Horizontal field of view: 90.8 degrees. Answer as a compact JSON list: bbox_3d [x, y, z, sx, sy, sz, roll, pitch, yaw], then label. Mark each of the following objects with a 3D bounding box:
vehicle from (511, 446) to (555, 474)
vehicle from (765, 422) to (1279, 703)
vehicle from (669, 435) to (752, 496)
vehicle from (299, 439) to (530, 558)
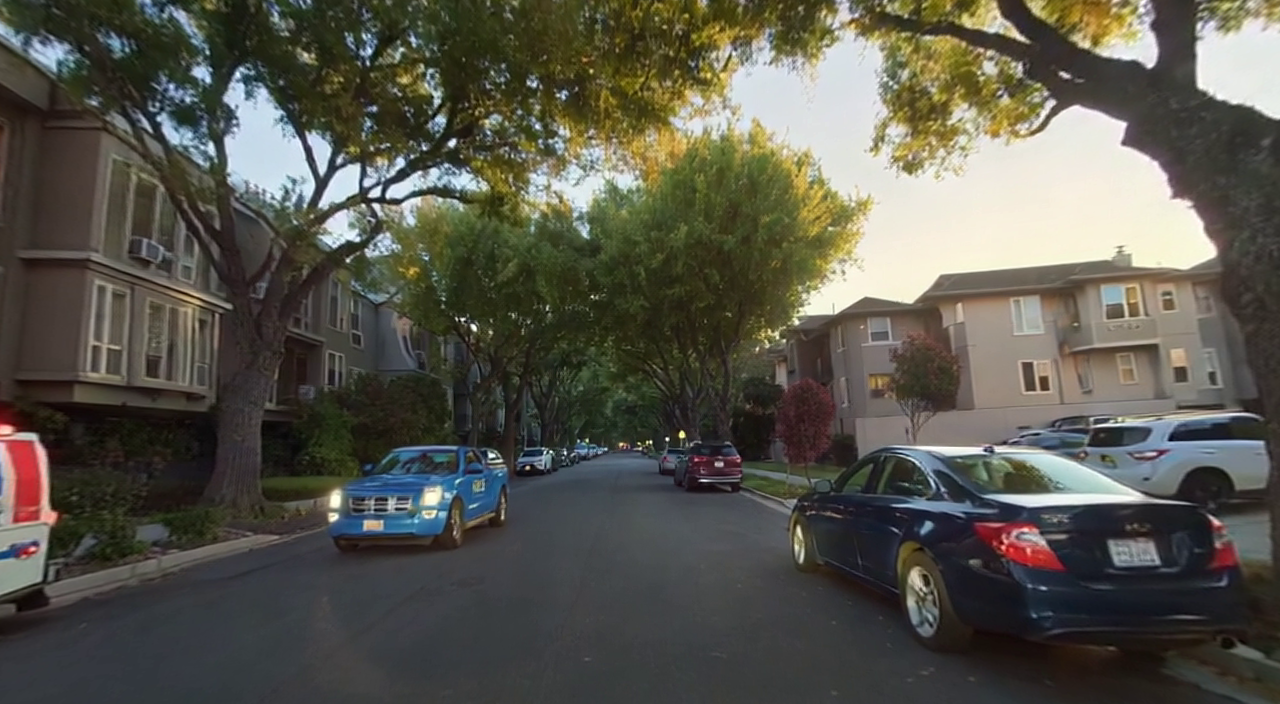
[{"bbox_3d":[-6.664,6.731,39.719,1.959,1.490,4.361,0,-7,1],"label":"vehicle"},{"bbox_3d":[2.568,1.408,5.193,1.845,1.479,4.727,1,-8,-3],"label":"vehicle"},{"bbox_3d":[2.037,3.431,19.469,1.878,1.664,4.033,1,-8,-3],"label":"vehicle"},{"bbox_3d":[-3.323,2.224,10.438,1.966,1.515,4.394,-1,-8,3],"label":"vehicle"}]
